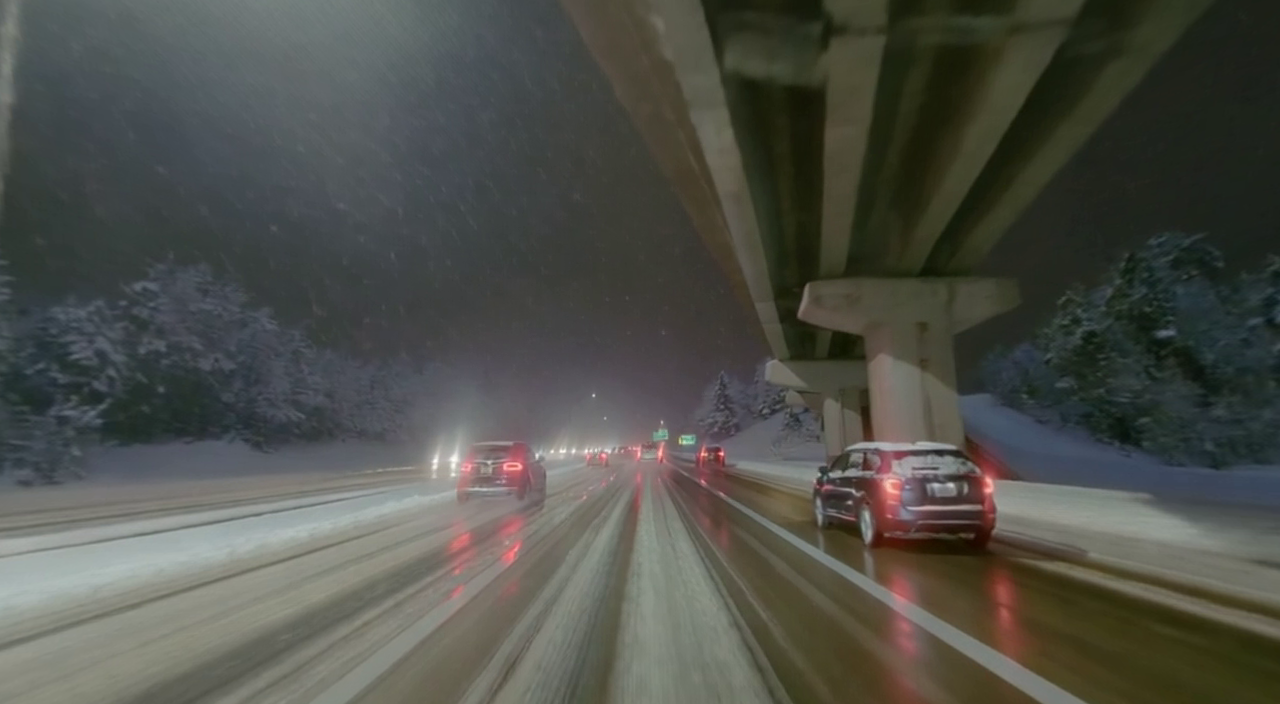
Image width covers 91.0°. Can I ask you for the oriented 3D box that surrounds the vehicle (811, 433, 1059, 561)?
[{"bbox_3d":[4.131,2.065,9.651,1.959,1.554,3.795,0,-9,0],"label":"vehicle"}]

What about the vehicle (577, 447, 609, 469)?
[{"bbox_3d":[-3.381,7.739,46.202,1.994,1.475,4.171,0,-9,0],"label":"vehicle"}]

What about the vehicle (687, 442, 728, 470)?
[{"bbox_3d":[4.547,7.125,43.251,2.231,1.807,4.588,0,-9,-1],"label":"vehicle"}]

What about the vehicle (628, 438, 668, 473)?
[{"bbox_3d":[0.426,5.969,36.446,2.155,1.909,4.529,0,-9,0],"label":"vehicle"}]

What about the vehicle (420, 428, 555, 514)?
[{"bbox_3d":[-3.463,2.809,15.354,2.089,1.751,4.515,0,-9,1],"label":"vehicle"}]
